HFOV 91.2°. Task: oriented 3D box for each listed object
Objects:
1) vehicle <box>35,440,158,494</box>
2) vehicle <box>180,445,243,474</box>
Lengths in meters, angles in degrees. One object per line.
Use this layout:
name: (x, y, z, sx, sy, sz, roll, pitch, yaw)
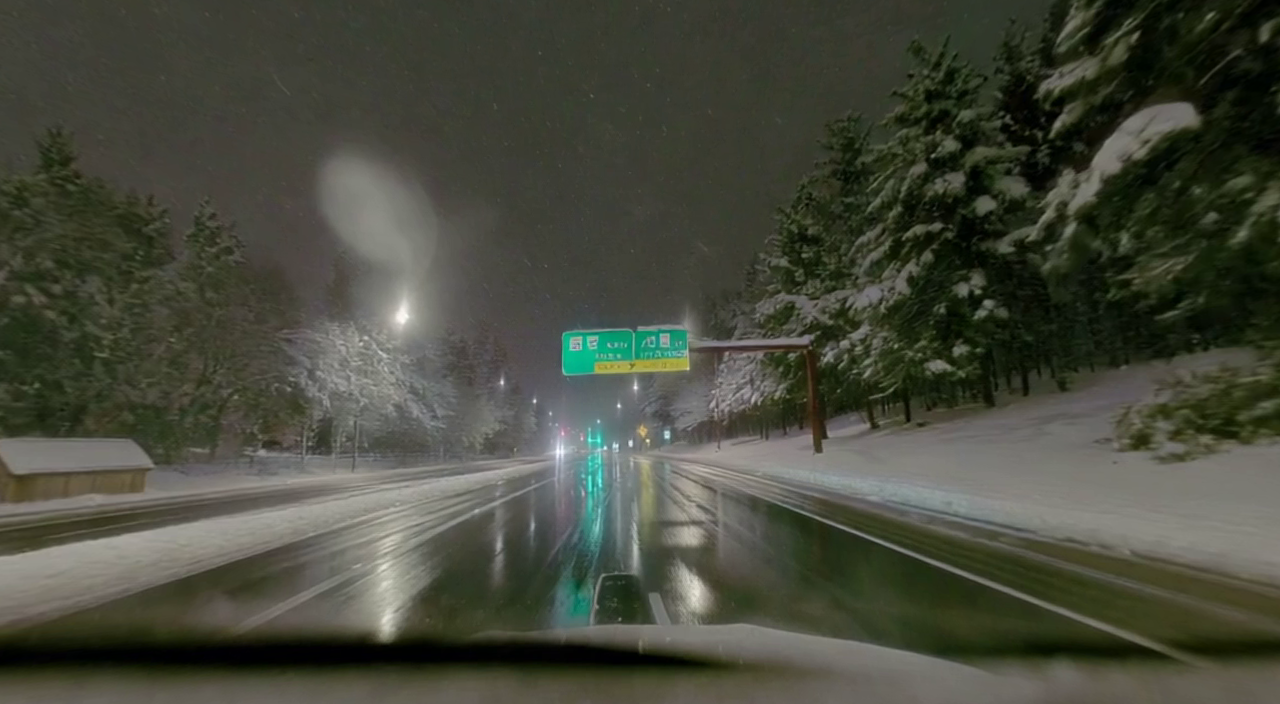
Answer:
vehicle: (-16.227, 3.381, 18.679, 3.673, 1.454, 1.687, -6, -10, 32)
vehicle: (-23.576, 5.885, 34.429, 3.857, 1.479, 1.711, -7, -11, 38)
